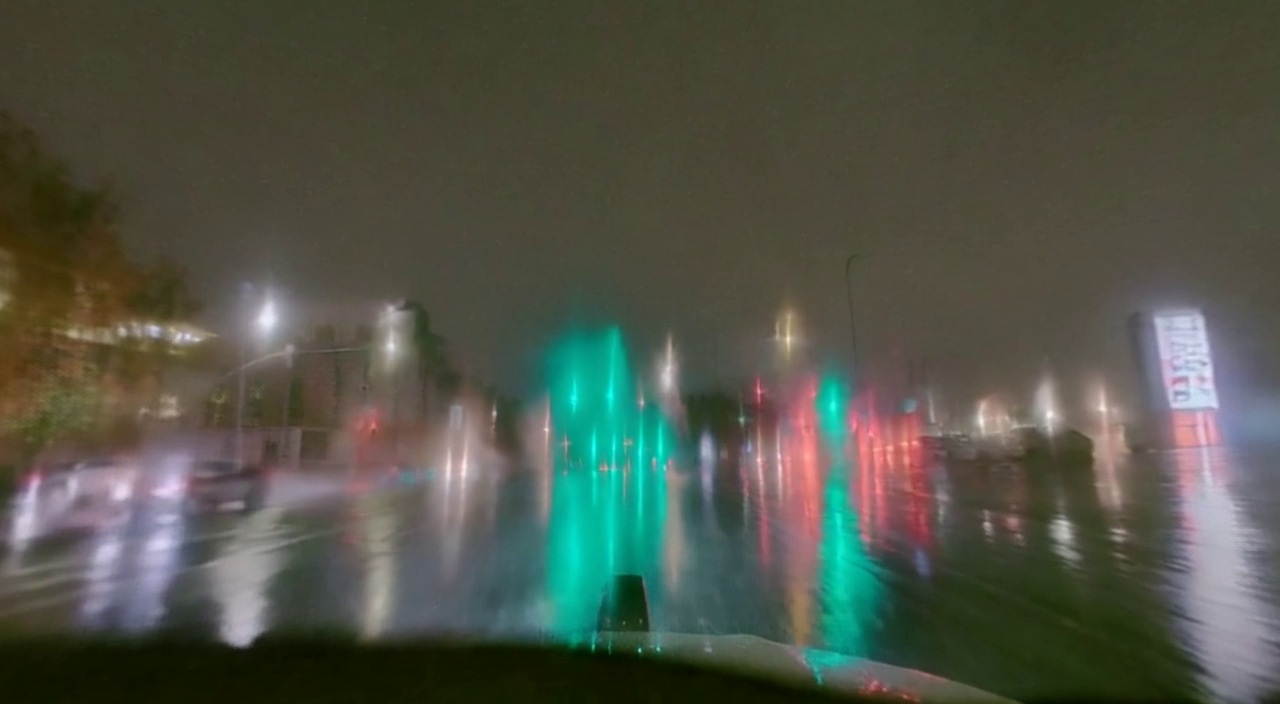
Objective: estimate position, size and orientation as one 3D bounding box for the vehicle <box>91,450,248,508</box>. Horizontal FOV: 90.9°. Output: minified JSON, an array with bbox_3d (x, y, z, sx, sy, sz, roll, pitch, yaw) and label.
[{"bbox_3d":[-15.669,4.199,21.362,1.945,1.737,4.358,0,-9,0],"label":"vehicle"}]

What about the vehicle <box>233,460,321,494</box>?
[{"bbox_3d":[-19.032,6.554,33.323,1.958,1.492,4.580,-2,-9,0],"label":"vehicle"}]

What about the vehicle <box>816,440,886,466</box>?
[{"bbox_3d":[15.458,7.446,46.377,4.432,1.523,1.908,-4,-13,6],"label":"vehicle"}]

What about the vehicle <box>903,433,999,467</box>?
[{"bbox_3d":[17.520,5.553,35.719,4.329,1.502,2.122,-4,-4,6],"label":"vehicle"}]

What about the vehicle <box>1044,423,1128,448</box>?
[{"bbox_3d":[31.566,5.957,44.769,4.318,1.476,1.940,-4,-10,7],"label":"vehicle"}]

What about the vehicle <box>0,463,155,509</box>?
[{"bbox_3d":[-22.647,5.344,25.550,1.838,1.526,5.104,-1,-9,2],"label":"vehicle"}]

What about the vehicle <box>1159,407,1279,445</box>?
[{"bbox_3d":[32.168,4.135,34.907,4.841,1.720,1.950,-4,-8,5],"label":"vehicle"}]

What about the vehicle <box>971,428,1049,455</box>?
[{"bbox_3d":[26.541,6.458,45.338,4.258,1.456,1.825,-4,-14,4],"label":"vehicle"}]
